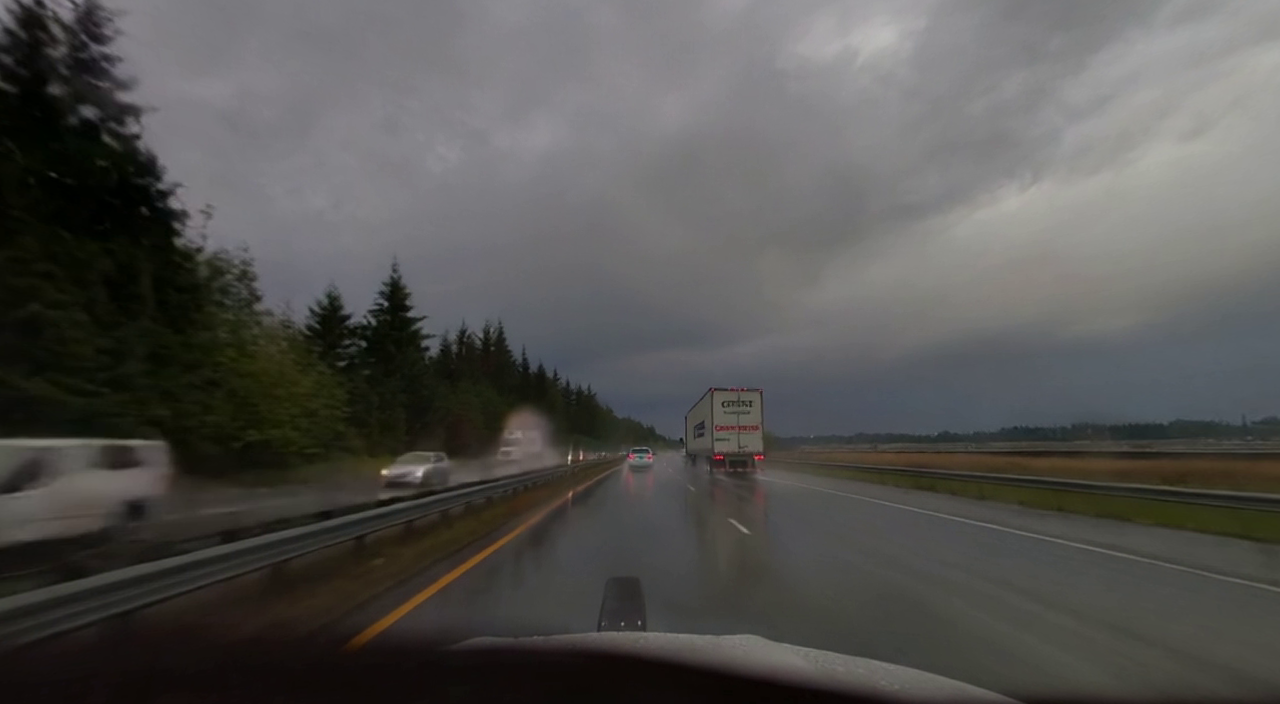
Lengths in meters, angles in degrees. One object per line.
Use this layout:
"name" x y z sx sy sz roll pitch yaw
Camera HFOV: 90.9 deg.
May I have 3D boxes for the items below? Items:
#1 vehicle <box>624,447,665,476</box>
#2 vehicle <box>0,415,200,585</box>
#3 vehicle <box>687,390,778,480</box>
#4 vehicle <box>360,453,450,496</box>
"vehicle" 0.235 5.854 33.928 2.074 1.475 3.960 0 -9 0
"vehicle" -8.488 1.765 7.638 2.252 1.923 5.541 0 -9 0
"vehicle" 4.697 4.869 35.681 2.909 4.074 14.457 0 -9 0
"vehicle" -8.838 4.622 24.091 1.932 1.454 3.853 0 -9 0
